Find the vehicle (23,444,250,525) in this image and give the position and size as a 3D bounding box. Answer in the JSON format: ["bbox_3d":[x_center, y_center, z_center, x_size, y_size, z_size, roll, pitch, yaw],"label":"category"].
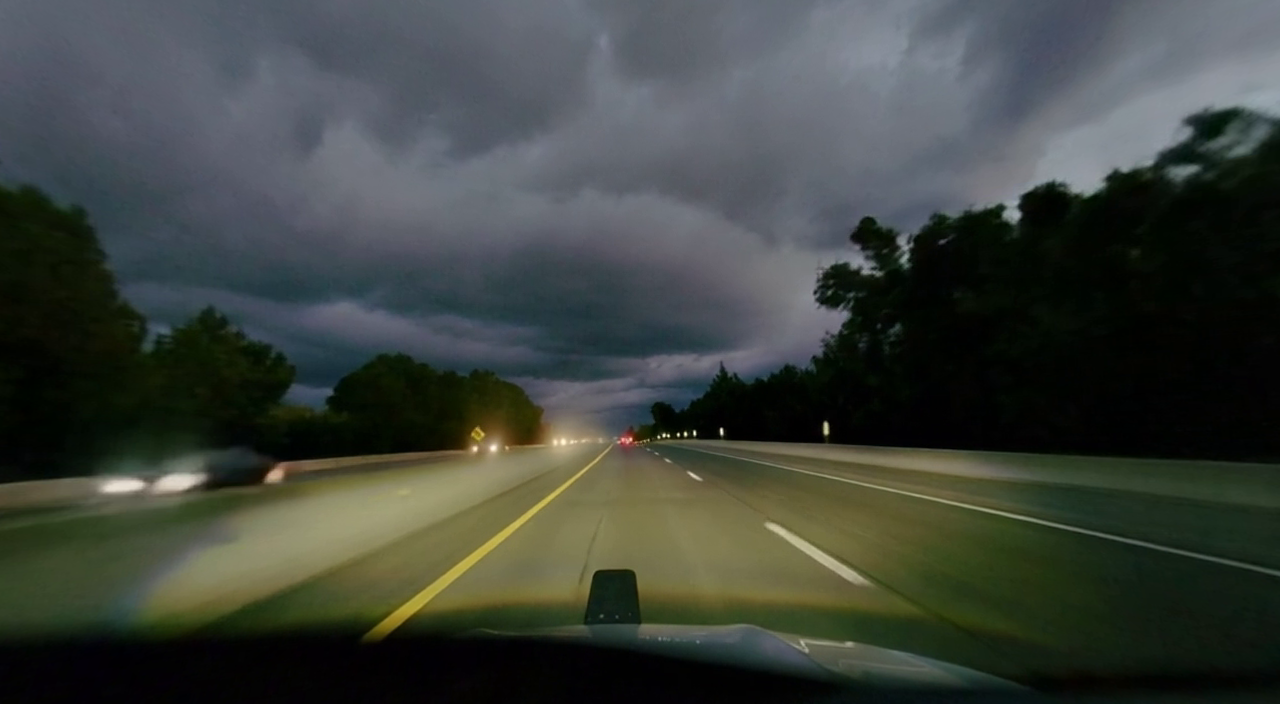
[{"bbox_3d":[-13.057,3.402,16.775,2.765,1.836,3.942,0,-8,-1],"label":"vehicle"}]
